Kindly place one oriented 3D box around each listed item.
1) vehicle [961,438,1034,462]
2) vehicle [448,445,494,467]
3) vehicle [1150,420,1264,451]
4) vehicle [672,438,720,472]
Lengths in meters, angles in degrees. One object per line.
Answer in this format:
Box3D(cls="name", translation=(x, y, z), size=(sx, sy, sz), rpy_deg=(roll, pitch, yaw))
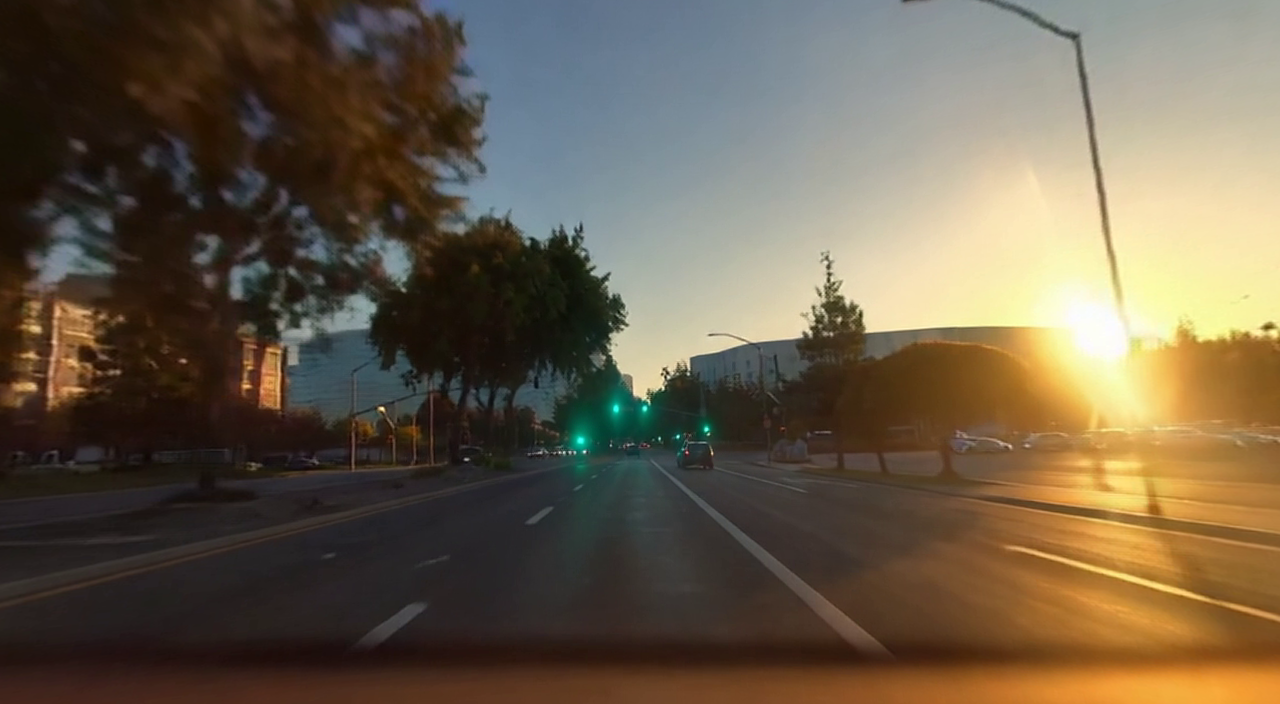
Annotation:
Box3D(cls="vehicle", translation=(22.493, 6.164, 39.834), size=(3.536, 1.412, 1.727), rpy_deg=(0, -9, -1))
Box3D(cls="vehicle", translation=(-12.243, 7.570, 46.194), size=(2.005, 1.493, 4.682), rpy_deg=(0, -9, 1))
Box3D(cls="vehicle", translation=(34.262, 5.072, 38.276), size=(4.842, 1.770, 2.089), rpy_deg=(0, -9, 0))
Box3D(cls="vehicle", translation=(3.015, 5.661, 34.925), size=(2.069, 1.761, 4.610), rpy_deg=(0, -9, -2))
